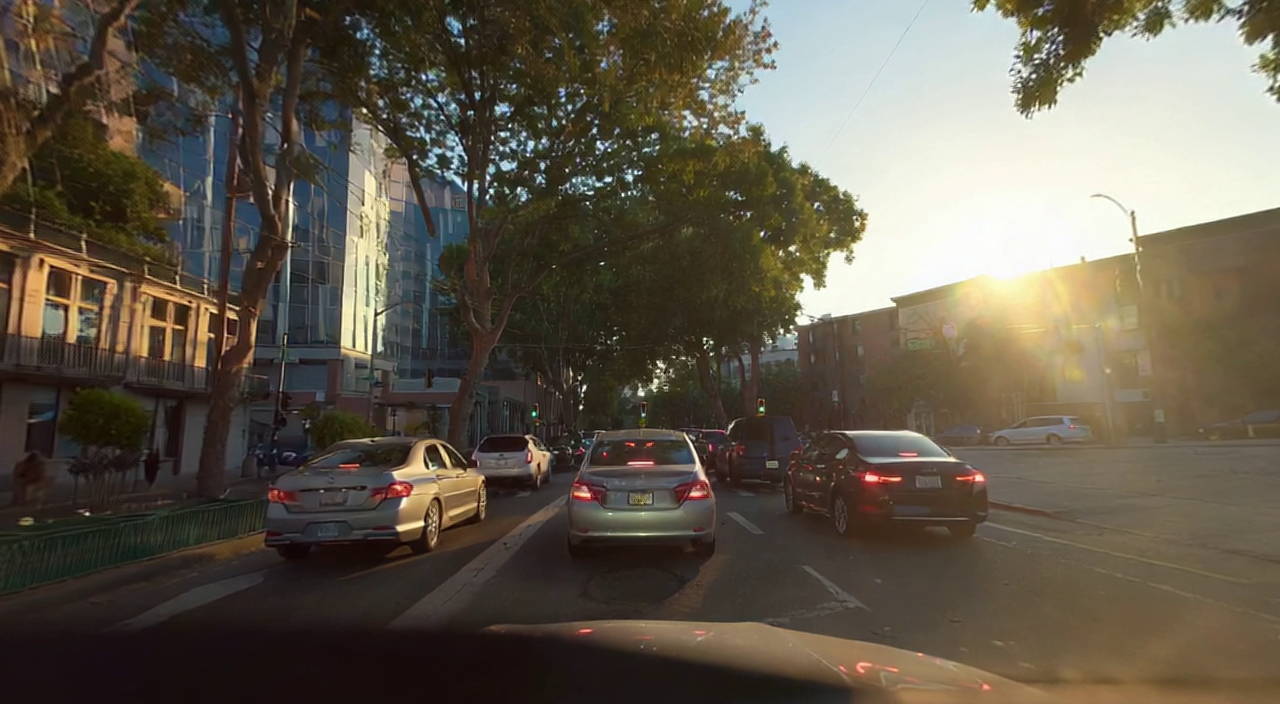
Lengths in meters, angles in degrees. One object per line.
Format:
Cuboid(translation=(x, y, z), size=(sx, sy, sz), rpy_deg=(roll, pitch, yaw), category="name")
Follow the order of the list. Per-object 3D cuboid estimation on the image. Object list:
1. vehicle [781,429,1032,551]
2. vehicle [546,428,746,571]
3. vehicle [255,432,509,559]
Cuboid(translation=(3.788, 2.029, 10.032), size=(1.990, 1.486, 4.431), rpy_deg=(0, -8, -1), category="vehicle")
Cuboid(translation=(0.045, 1.848, 8.679), size=(2.101, 1.480, 3.929), rpy_deg=(0, -8, 0), category="vehicle")
Cuboid(translation=(-3.465, 1.990, 9.499), size=(2.002, 1.465, 4.098), rpy_deg=(0, -8, 1), category="vehicle")
